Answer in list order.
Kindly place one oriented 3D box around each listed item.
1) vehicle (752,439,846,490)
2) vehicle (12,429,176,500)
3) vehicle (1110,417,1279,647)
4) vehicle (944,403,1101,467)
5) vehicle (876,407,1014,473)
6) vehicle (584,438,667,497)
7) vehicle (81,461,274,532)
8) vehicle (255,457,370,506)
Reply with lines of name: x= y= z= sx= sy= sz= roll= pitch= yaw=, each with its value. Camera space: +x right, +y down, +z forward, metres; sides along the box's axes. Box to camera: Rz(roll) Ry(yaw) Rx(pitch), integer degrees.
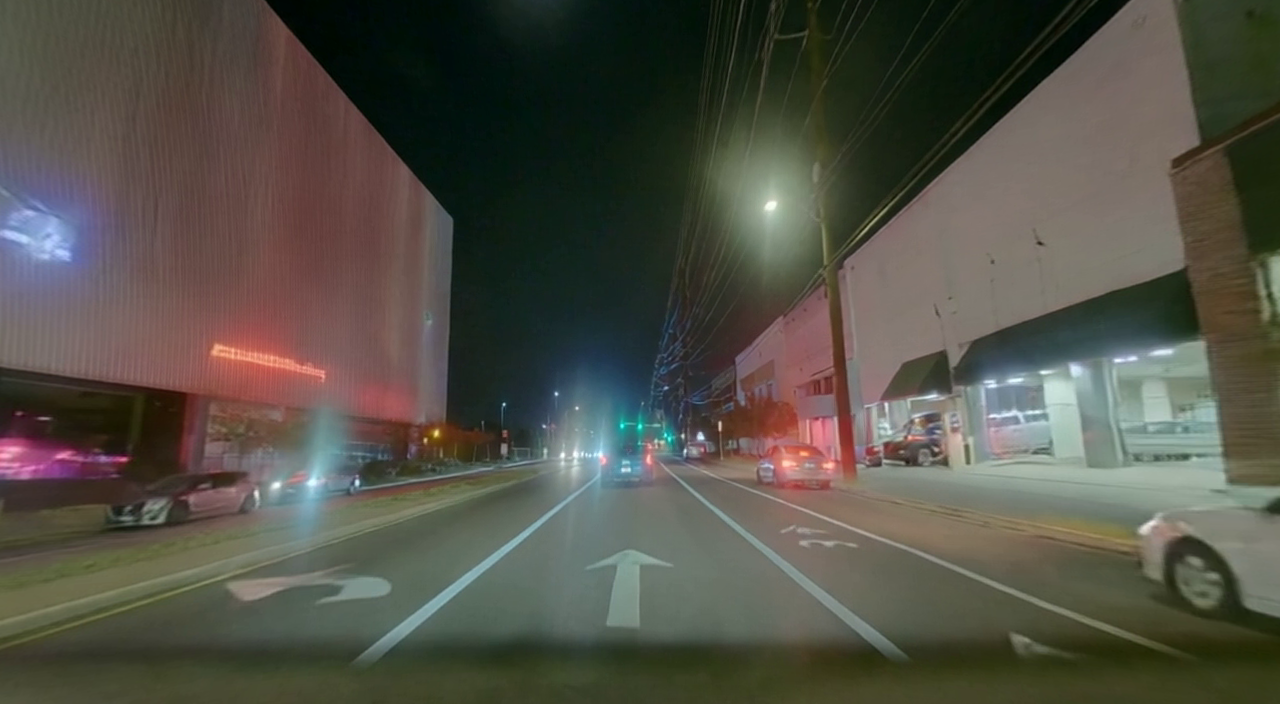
vehicle: x=5.207 y=3.735 z=21.352 sx=1.937 sy=1.523 sz=4.541 roll=0 pitch=-8 yaw=-1
vehicle: x=-29.639 y=6.111 z=34.839 sx=2.665 sy=3.441 sz=7.025 roll=-1 pitch=-9 yaw=0
vehicle: x=5.100 y=1.004 z=3.076 sx=1.987 sy=1.459 sz=4.677 roll=0 pitch=-8 yaw=0
vehicle: x=14.193 y=3.174 z=24.004 sx=2.418 sy=2.139 sz=5.365 roll=0 pitch=-8 yaw=-2
vehicle: x=11.205 y=3.323 z=23.890 sx=2.329 sy=2.145 sz=5.841 roll=0 pitch=-8 yaw=1
vehicle: x=-0.391 y=3.265 z=18.280 sx=2.116 sy=1.479 sz=3.980 roll=0 pitch=-8 yaw=-1
vehicle: x=-11.706 y=3.630 z=16.458 sx=1.828 sy=1.457 sz=4.371 roll=0 pitch=-8 yaw=-2
vehicle: x=-11.525 y=4.545 z=22.617 sx=1.817 sy=1.480 sz=4.282 roll=0 pitch=-8 yaw=0
